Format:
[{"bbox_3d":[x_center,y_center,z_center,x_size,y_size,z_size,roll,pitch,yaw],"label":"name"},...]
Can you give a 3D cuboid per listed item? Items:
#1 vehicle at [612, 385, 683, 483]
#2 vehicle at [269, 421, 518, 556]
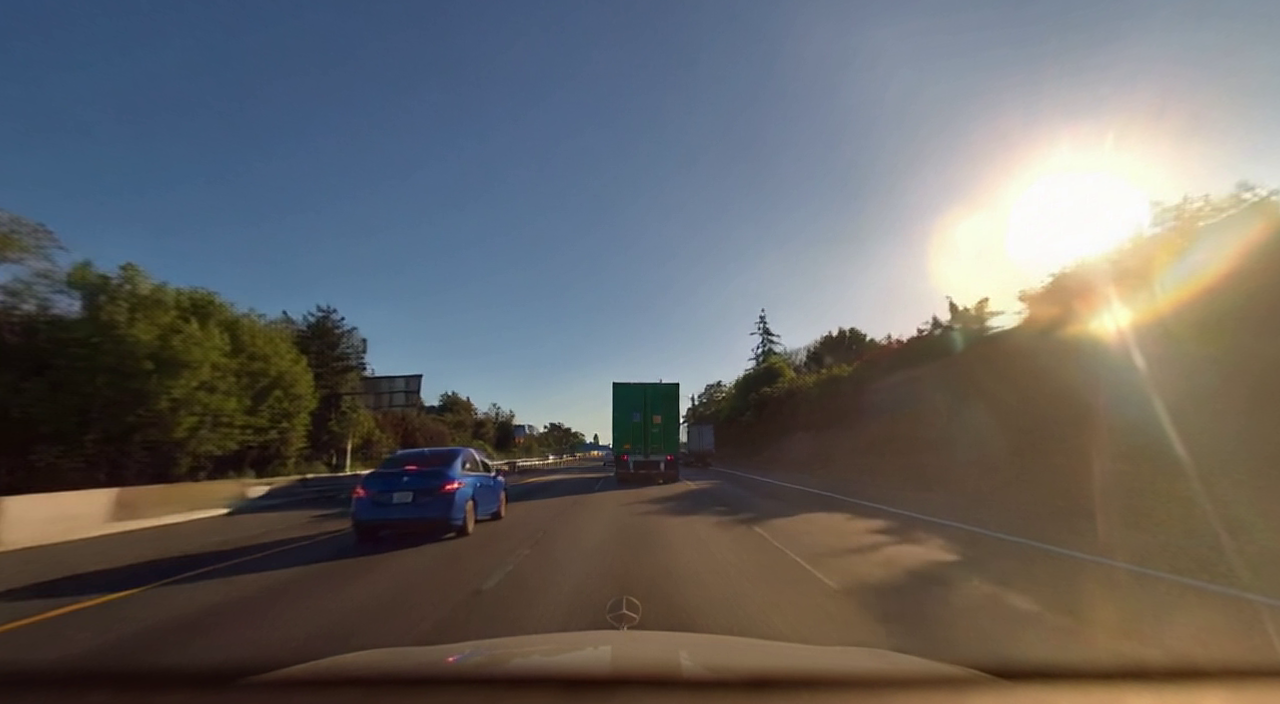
[{"bbox_3d":[0.331,4.231,31.745,2.932,4.042,11.054,0,-9,0],"label":"vehicle"},{"bbox_3d":[-3.496,2.047,10.113,2.173,1.657,4.401,0,-9,0],"label":"vehicle"}]
